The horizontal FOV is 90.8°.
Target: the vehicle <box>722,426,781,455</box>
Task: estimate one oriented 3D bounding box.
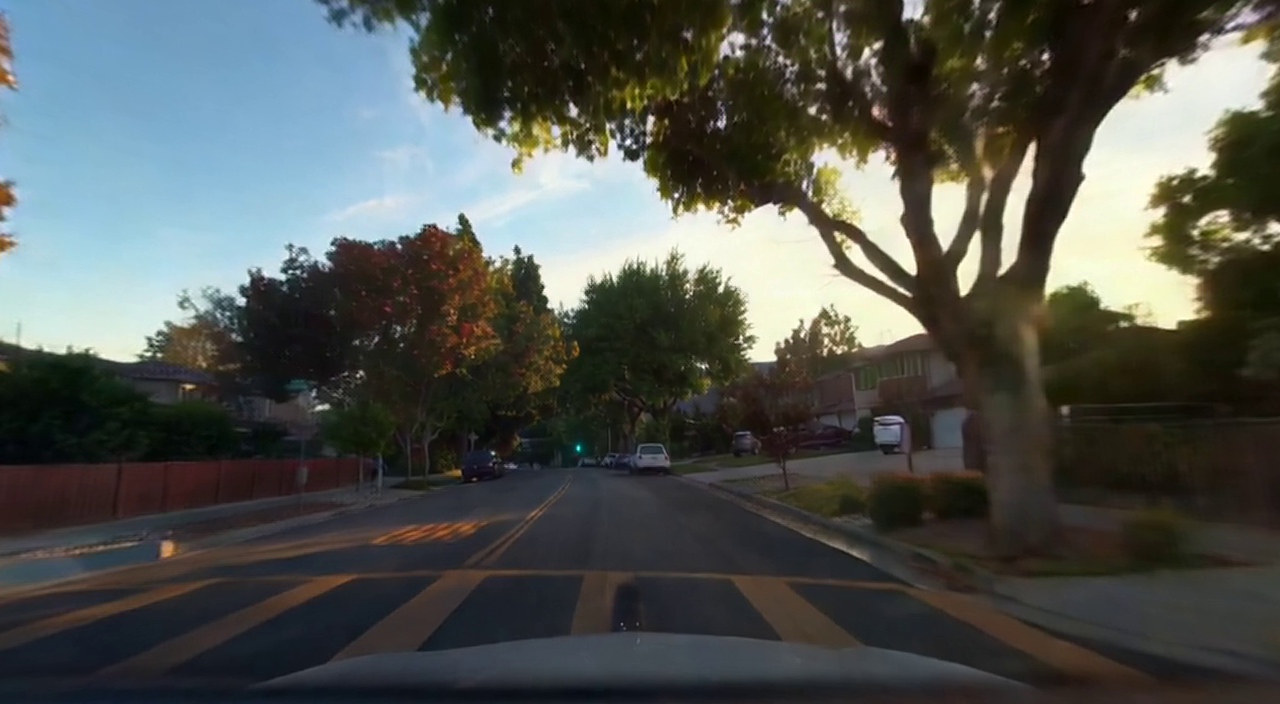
[{"bbox_3d":[7.713,6.106,43.401,2.100,1.857,4.611,-7,-10,36],"label":"vehicle"}]

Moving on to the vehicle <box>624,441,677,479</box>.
[{"bbox_3d":[0.456,5.642,33.408,2.229,1.826,4.611,0,-8,-7],"label":"vehicle"}]

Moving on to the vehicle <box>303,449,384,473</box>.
[{"bbox_3d":[-19.578,7.207,41.728,4.527,1.466,1.880,-2,-8,10],"label":"vehicle"}]

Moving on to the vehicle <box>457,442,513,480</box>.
[{"bbox_3d":[-7.851,5.512,32.382,2.155,1.729,4.799,0,-7,-7],"label":"vehicle"}]

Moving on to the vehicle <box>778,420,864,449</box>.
[{"bbox_3d":[10.626,4.907,37.382,4.639,1.634,2.005,-2,-8,8],"label":"vehicle"}]
